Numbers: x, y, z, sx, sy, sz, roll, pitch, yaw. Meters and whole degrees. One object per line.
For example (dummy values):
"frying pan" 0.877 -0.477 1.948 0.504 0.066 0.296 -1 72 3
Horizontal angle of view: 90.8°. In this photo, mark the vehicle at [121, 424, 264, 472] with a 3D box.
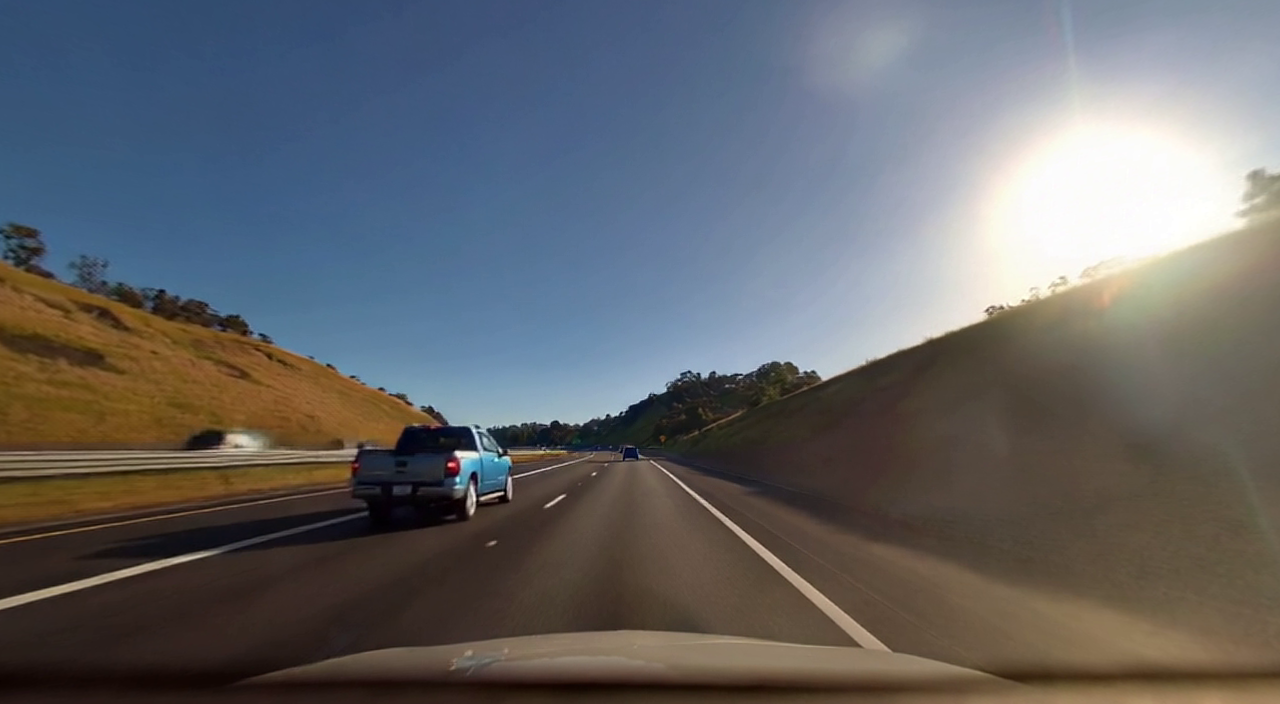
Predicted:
"vehicle" -15.636 3.415 22.418 1.756 1.488 4.446 0 -9 1

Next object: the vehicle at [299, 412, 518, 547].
"vehicle" -3.633 2.122 11.113 1.942 1.828 4.868 0 -9 1
